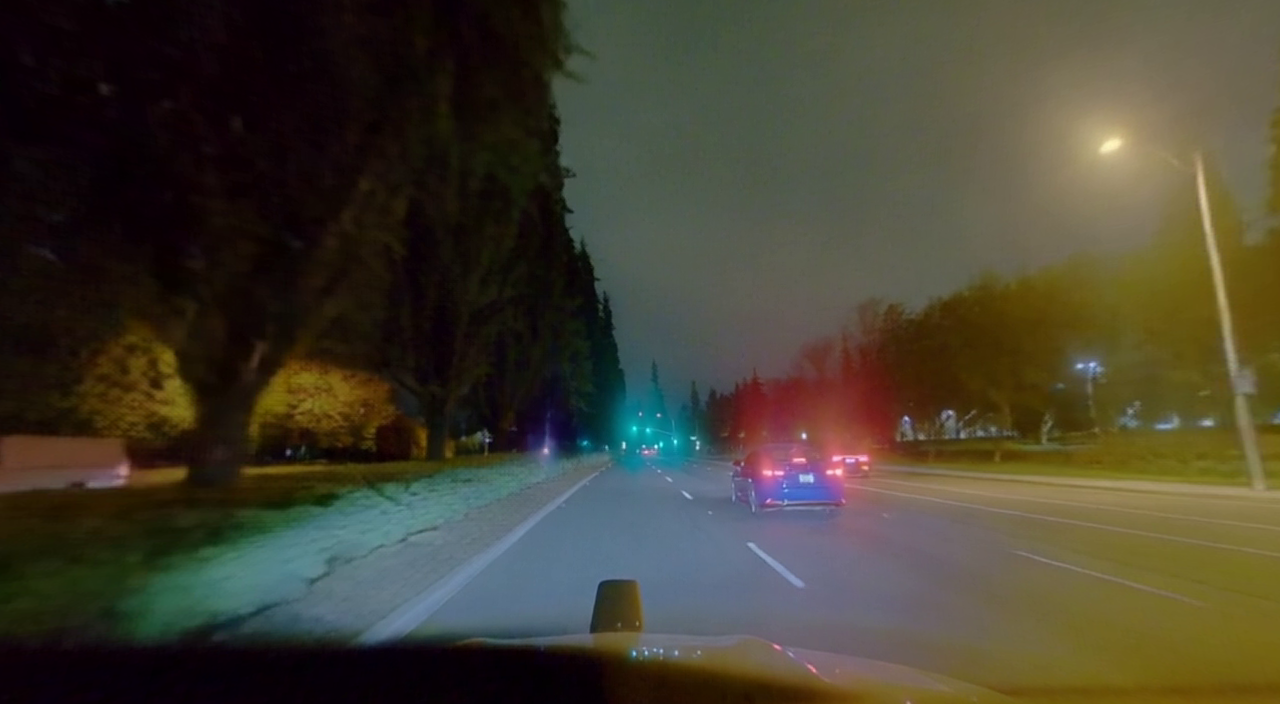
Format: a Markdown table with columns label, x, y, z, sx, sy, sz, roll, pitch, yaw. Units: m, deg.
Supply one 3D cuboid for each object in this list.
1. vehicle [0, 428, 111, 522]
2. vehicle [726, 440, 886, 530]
| label | x | y | z | sx | sy | sz | roll | pitch | yaw |
| --- | --- | --- | --- | --- | --- | --- | --- | --- | --- |
| vehicle | -14.554 | 2.545 | 13.050 | 2.234 | 1.957 | 5.941 | 0 | -8 | -2 |
| vehicle | 3.051 | 2.526 | 12.647 | 1.950 | 1.473 | 4.259 | 0 | -8 | -1 |
